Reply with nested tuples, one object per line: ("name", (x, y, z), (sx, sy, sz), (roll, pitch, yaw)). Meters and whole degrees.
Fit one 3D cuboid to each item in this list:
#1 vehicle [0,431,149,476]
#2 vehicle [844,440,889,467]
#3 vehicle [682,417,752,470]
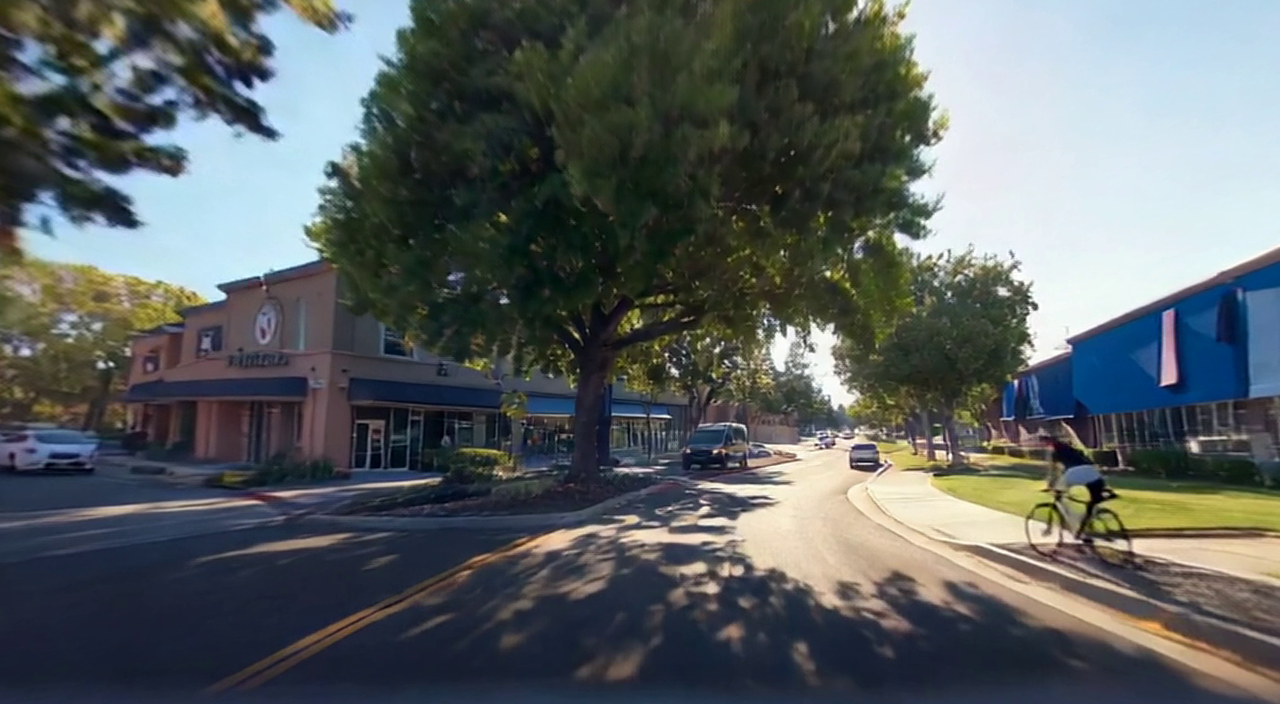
("vehicle", (-23.046, 4.098, 25.624), (4.410, 1.689, 1.974), (2, -9, -17))
("vehicle", (15.808, 7.089, 44.334), (2.292, 1.767, 5.128), (-2, -9, 13))
("vehicle", (4.710, 5.460, 37.500), (2.674, 2.815, 6.582), (-3, -9, 19))
